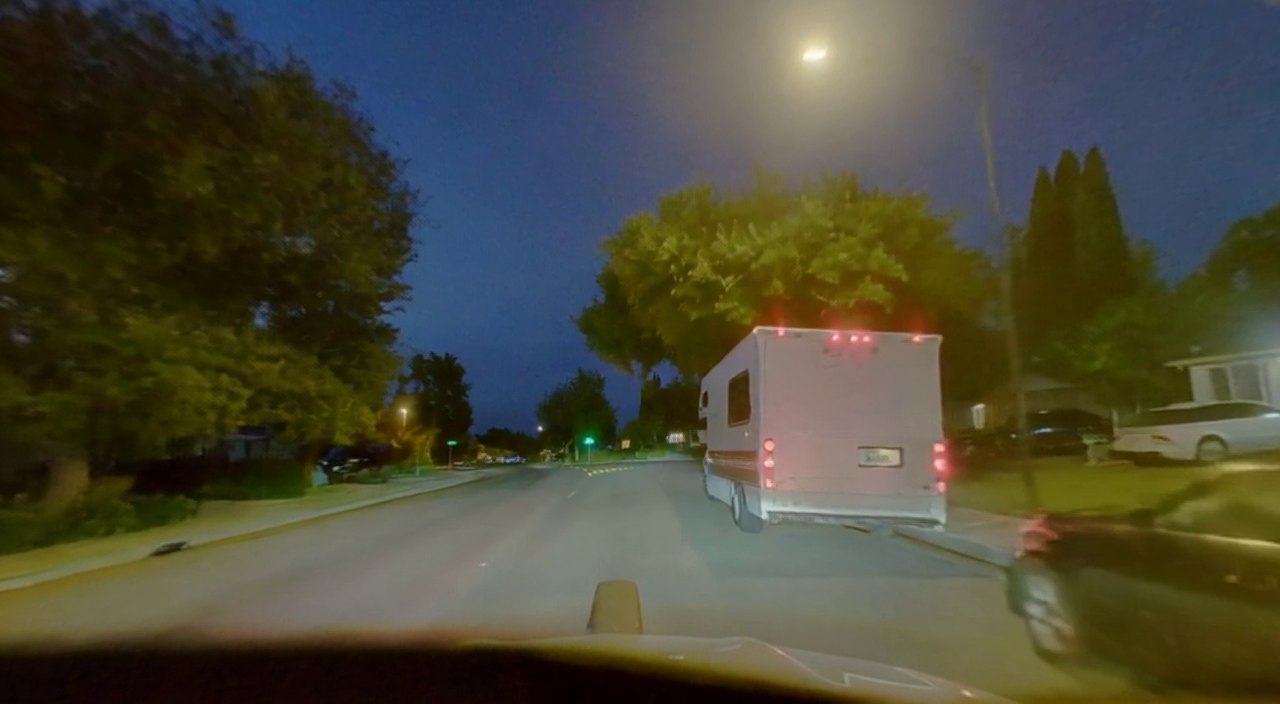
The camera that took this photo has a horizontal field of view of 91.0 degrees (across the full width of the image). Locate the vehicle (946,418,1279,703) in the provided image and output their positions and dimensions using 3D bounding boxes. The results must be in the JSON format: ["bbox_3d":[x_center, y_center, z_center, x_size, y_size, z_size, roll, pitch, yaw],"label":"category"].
[{"bbox_3d":[3.184,0.919,2.008,1.870,1.429,4.743,0,-8,-2],"label":"vehicle"}]

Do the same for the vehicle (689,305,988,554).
[{"bbox_3d":[2.907,1.626,12.721,2.915,3.243,8.972,0,-8,-1],"label":"vehicle"}]

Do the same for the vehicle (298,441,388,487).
[{"bbox_3d":[-13.253,5.006,28.475,2.111,1.856,4.803,0,-9,-6],"label":"vehicle"}]
